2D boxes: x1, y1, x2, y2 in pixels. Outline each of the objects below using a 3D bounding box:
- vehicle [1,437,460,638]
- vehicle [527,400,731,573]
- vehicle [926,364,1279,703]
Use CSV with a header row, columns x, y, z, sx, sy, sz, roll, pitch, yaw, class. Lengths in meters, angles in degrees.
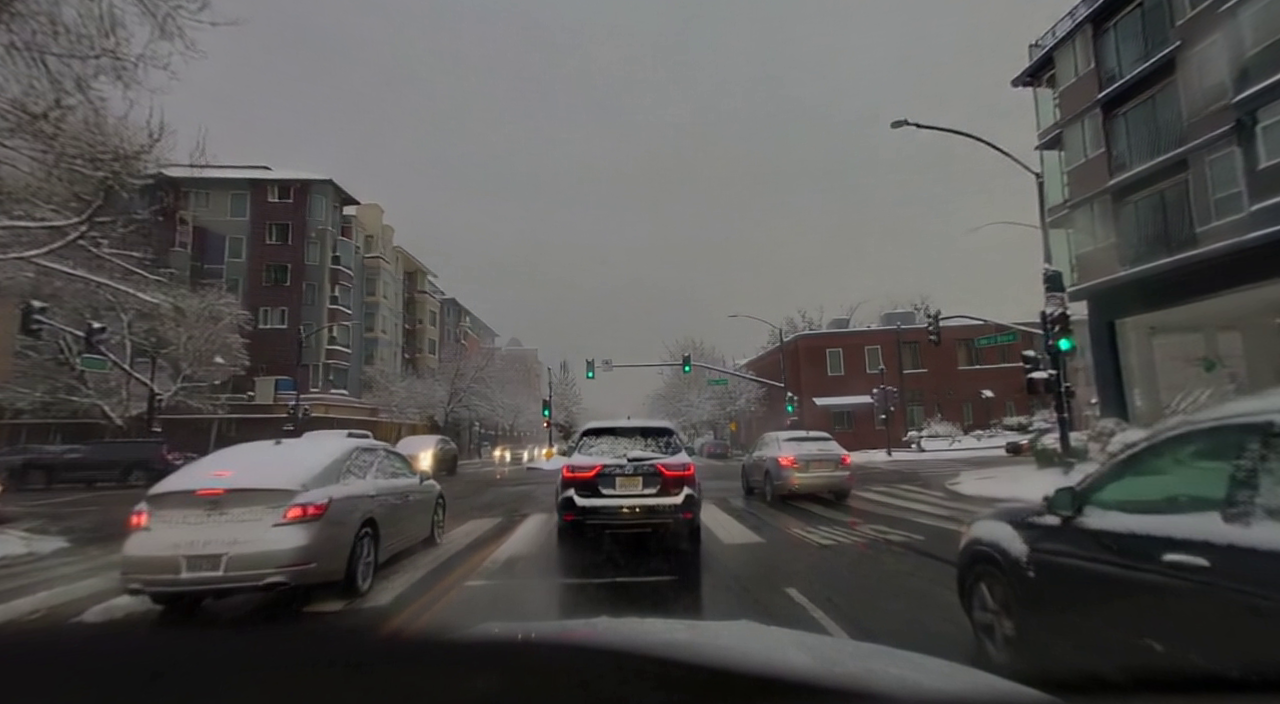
x,y,z,sx,sy,sz,roll,pitch,yaw,class
-3.769,1.749,7.185,2.055,1.488,4.733,0,-8,0,vehicle
-0.139,1.855,9.620,2.206,1.858,5.332,0,-8,0,vehicle
3.179,0.924,2.700,1.906,1.608,4.137,0,-8,-1,vehicle
